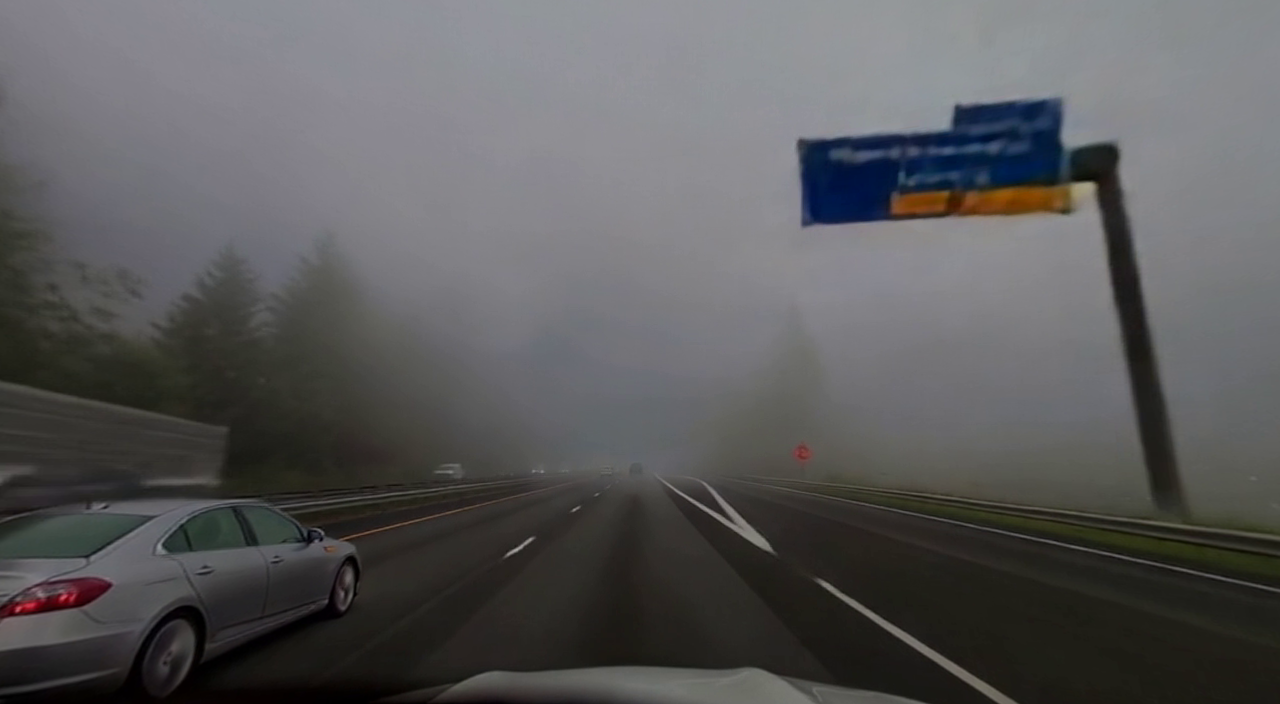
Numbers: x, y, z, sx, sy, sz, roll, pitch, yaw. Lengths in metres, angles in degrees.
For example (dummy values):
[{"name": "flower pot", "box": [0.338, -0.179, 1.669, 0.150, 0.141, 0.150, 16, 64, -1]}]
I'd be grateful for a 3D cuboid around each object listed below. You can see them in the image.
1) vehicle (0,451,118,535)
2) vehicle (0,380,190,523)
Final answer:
[{"name": "vehicle", "box": [-12.464, 2.562, 11.542, 1.901, 1.489, 4.490, 1, -10, 0]}, {"name": "vehicle", "box": [-17.186, 2.601, 16.361, 2.711, 3.469, 11.278, 1, -10, -1]}]
